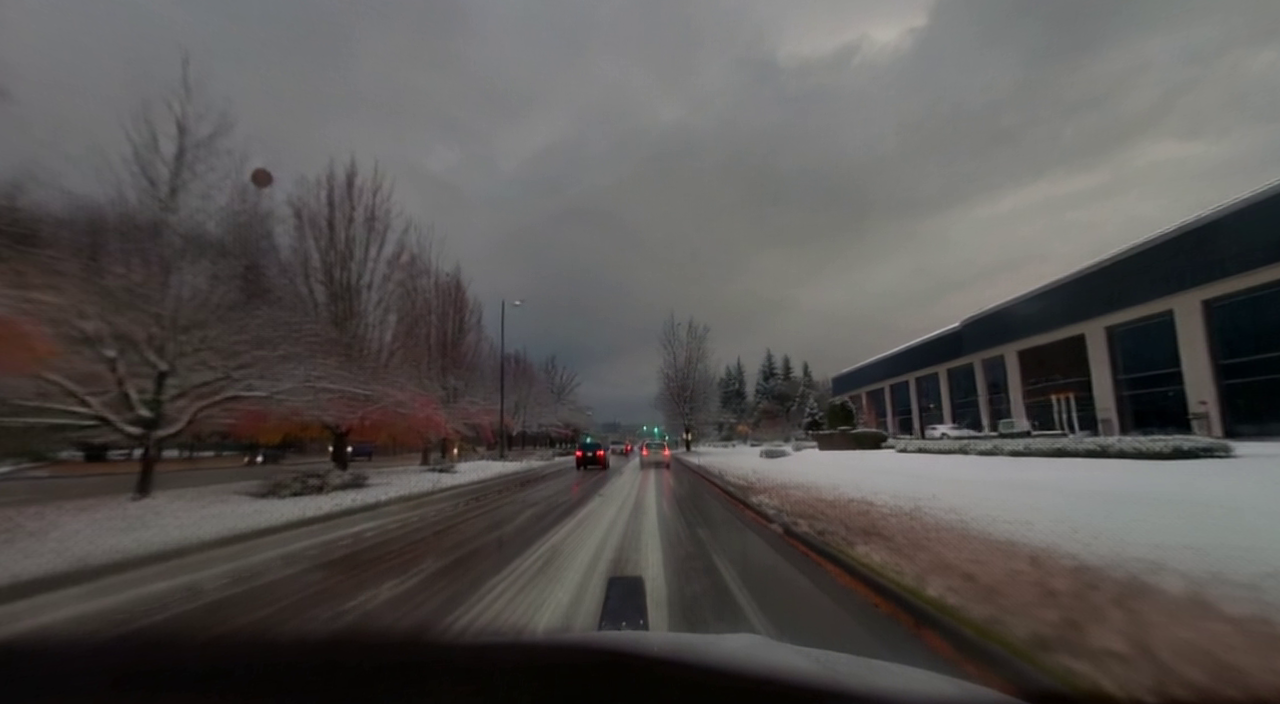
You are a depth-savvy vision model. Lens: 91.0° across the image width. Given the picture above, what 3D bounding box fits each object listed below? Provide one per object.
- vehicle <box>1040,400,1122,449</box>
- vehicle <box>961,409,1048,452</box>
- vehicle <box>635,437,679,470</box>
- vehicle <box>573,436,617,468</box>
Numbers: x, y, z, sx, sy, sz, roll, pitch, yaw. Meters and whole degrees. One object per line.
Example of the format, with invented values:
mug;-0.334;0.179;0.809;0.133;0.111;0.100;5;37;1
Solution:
vehicle;23.259;3.866;33.307;2.673;2.486;2.062;0;-8;-1
vehicle;23.343;5.089;40.502;4.440;2.545;2.105;-6;-10;24
vehicle;0.821;4.990;31.109;2.040;1.493;3.682;0;-8;1
vehicle;-2.494;5.660;35.837;2.197;1.709;4.069;0;-8;1
